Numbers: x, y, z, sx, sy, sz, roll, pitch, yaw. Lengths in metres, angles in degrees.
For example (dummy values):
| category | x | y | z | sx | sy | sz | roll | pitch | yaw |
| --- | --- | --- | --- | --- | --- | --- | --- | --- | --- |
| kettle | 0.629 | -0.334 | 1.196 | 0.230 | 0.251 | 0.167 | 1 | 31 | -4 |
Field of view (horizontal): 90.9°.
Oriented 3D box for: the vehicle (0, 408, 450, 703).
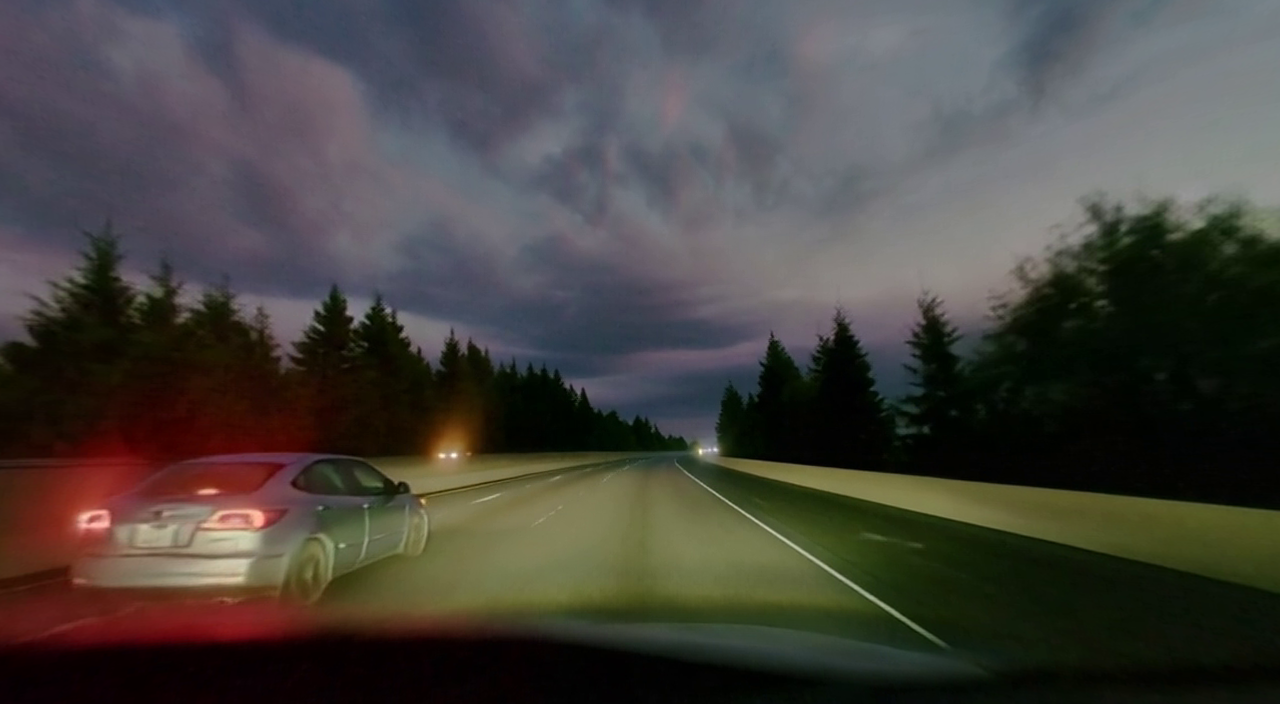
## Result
| category | x | y | z | sx | sy | sz | roll | pitch | yaw |
| --- | --- | --- | --- | --- | --- | --- | --- | --- | --- |
| vehicle | -3.219 | 1.352 | 5.210 | 1.934 | 1.486 | 4.115 | 0 | -9 | 1 |
